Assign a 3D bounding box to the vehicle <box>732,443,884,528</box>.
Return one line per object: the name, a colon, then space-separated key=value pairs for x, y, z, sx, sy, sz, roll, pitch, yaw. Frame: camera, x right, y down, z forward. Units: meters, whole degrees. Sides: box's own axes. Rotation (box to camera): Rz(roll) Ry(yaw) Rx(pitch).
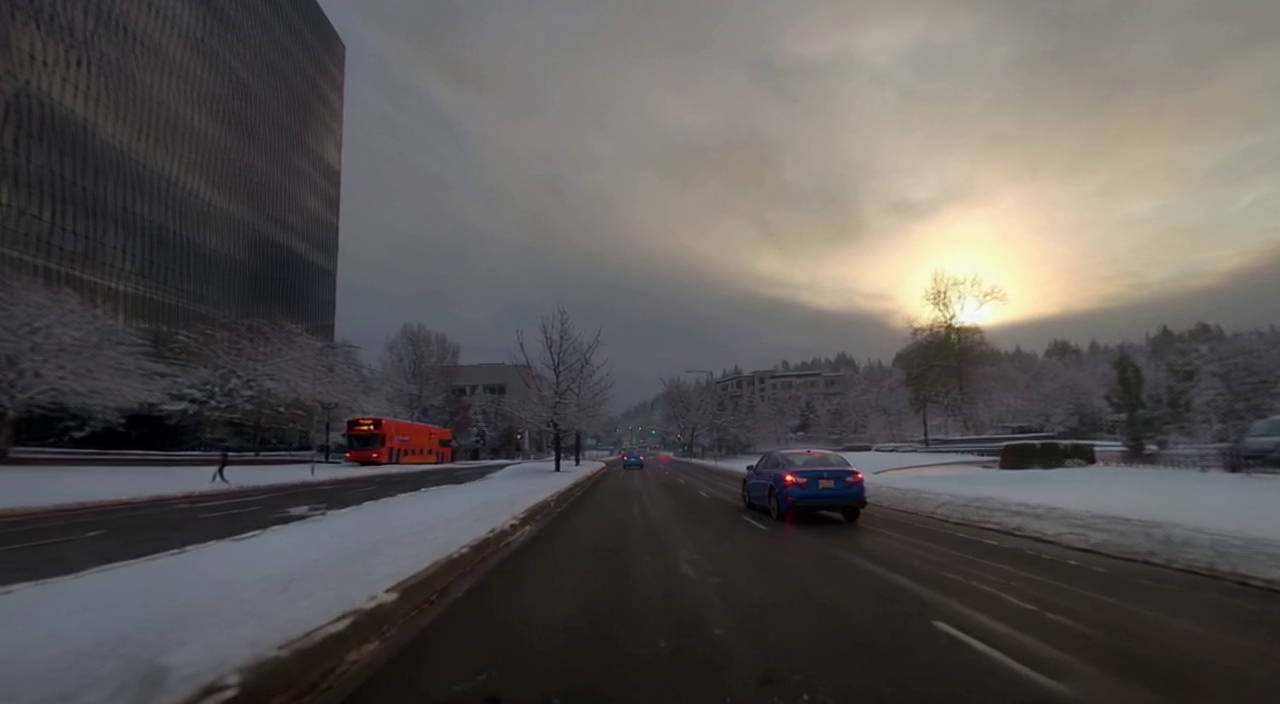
vehicle: x=3.328 y=2.734 z=13.425 sx=1.993 sy=1.501 sz=4.127 roll=0 pitch=-9 yaw=-2
